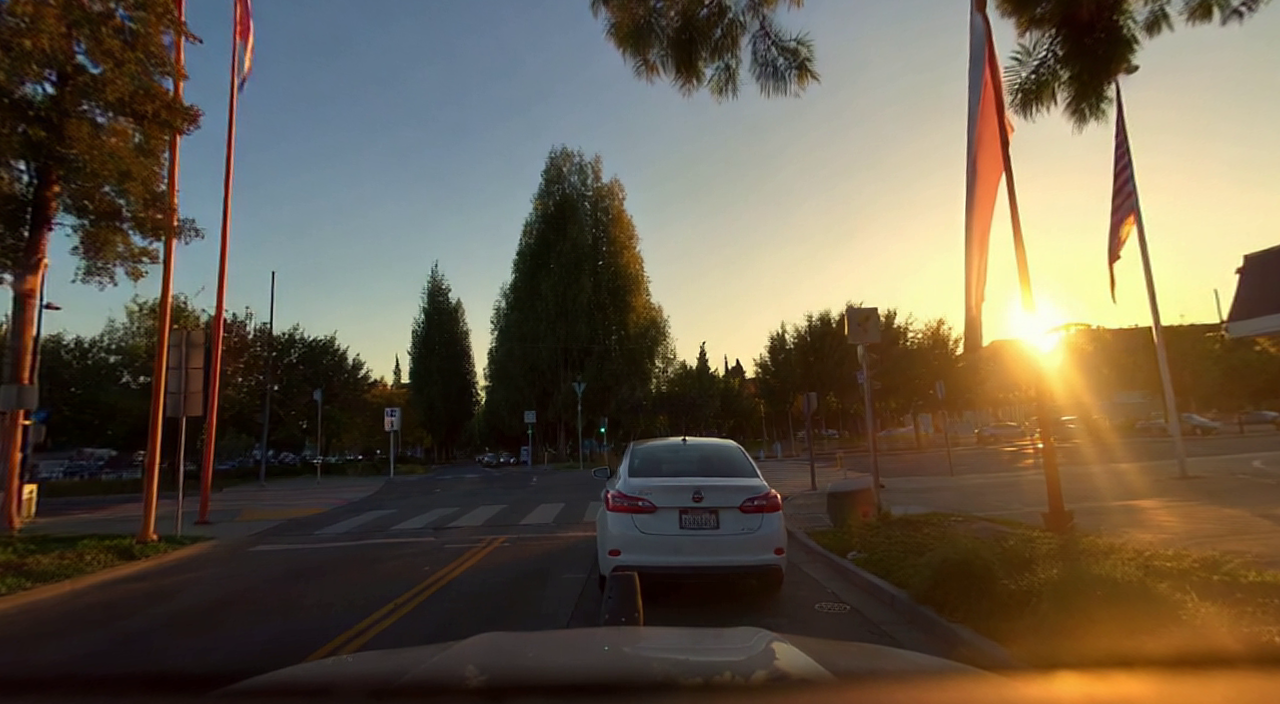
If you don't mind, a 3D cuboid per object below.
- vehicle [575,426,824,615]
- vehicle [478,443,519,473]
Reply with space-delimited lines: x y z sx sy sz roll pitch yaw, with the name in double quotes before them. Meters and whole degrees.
"vehicle" 0.385 1.624 6.905 1.985 1.463 3.647 0 -9 -3
"vehicle" -9.985 7.493 44.750 2.212 1.948 4.537 0 -9 -5
